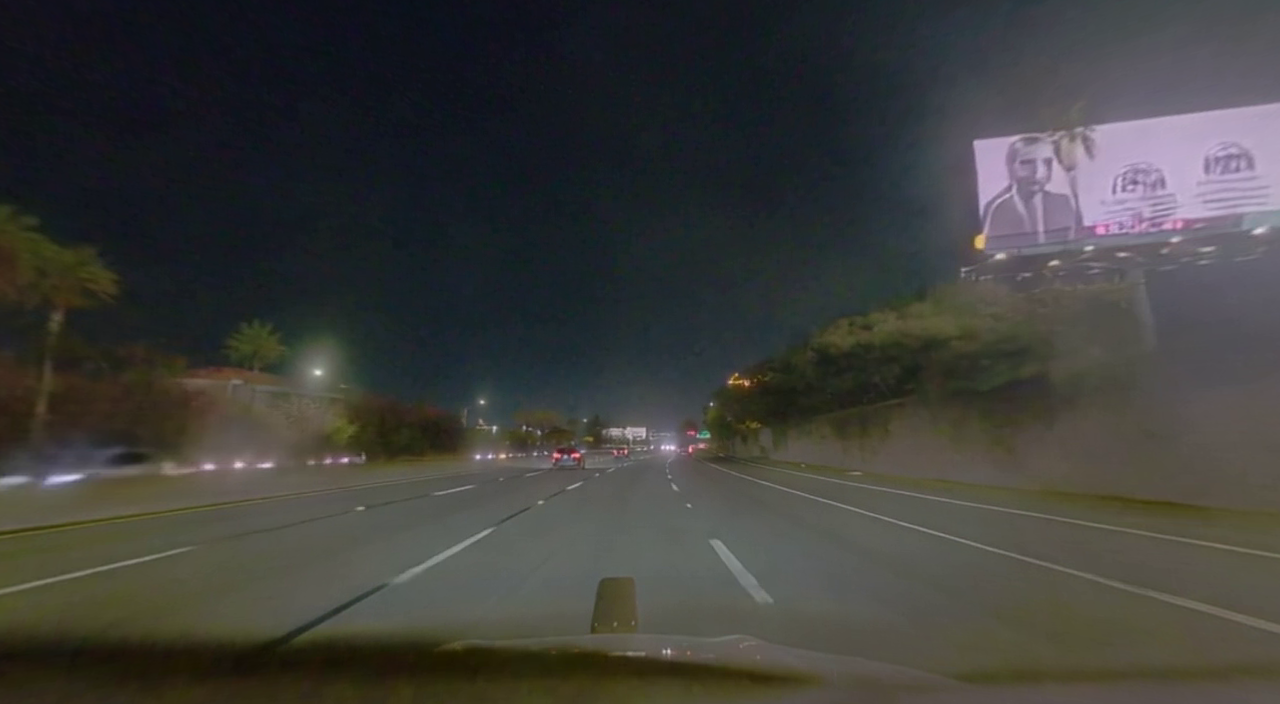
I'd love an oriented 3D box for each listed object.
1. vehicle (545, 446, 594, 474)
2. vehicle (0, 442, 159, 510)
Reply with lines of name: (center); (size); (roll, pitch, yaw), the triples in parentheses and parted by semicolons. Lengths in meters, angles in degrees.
vehicle: (-3.864, 5.993, 35.430); (2.078, 1.457, 4.648); (0, -9, 2)
vehicle: (-14.884, 3.053, 16.021); (2.078, 1.483, 4.120); (0, -9, 1)
